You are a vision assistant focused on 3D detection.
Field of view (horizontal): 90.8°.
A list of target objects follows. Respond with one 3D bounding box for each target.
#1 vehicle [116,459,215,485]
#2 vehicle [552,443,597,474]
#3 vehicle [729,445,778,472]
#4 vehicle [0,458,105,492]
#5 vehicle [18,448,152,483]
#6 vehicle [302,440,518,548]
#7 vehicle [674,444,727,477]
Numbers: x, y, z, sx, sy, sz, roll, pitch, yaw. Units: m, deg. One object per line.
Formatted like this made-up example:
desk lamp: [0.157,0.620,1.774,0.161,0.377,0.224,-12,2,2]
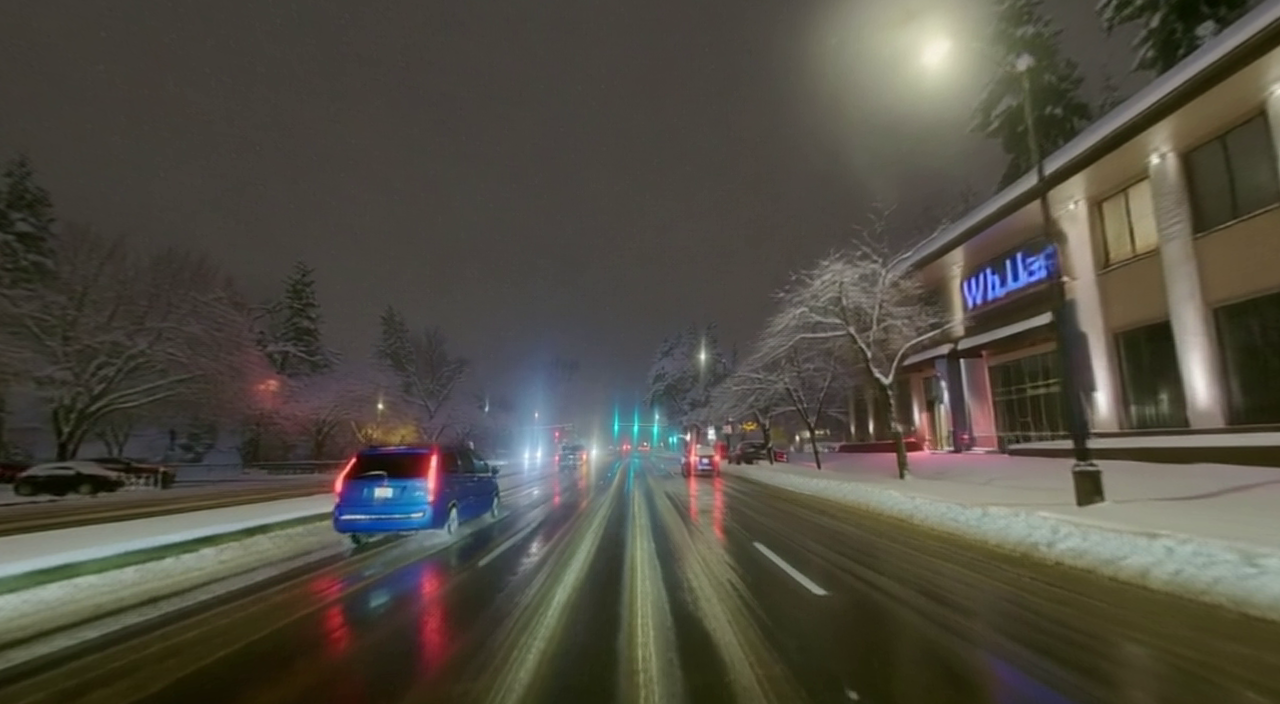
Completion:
vehicle: [-29.415,7.428,39.253,4.604,1.498,1.899,0,-9,1]
vehicle: [-3.890,6.386,38.108,2.145,1.694,4.642,0,-9,1]
vehicle: [6.592,6.224,37.180,1.896,1.479,4.416,0,-9,-2]
vehicle: [-29.109,6.014,31.000,3.907,1.533,1.829,0,-9,-1]
vehicle: [-29.454,6.035,33.651,4.987,1.709,2.267,-1,-9,2]
vehicle: [-3.574,2.279,10.893,2.060,1.466,4.387,0,-9,0]
vehicle: [2.824,5.216,30.672,1.961,1.482,4.538,0,-9,-2]
